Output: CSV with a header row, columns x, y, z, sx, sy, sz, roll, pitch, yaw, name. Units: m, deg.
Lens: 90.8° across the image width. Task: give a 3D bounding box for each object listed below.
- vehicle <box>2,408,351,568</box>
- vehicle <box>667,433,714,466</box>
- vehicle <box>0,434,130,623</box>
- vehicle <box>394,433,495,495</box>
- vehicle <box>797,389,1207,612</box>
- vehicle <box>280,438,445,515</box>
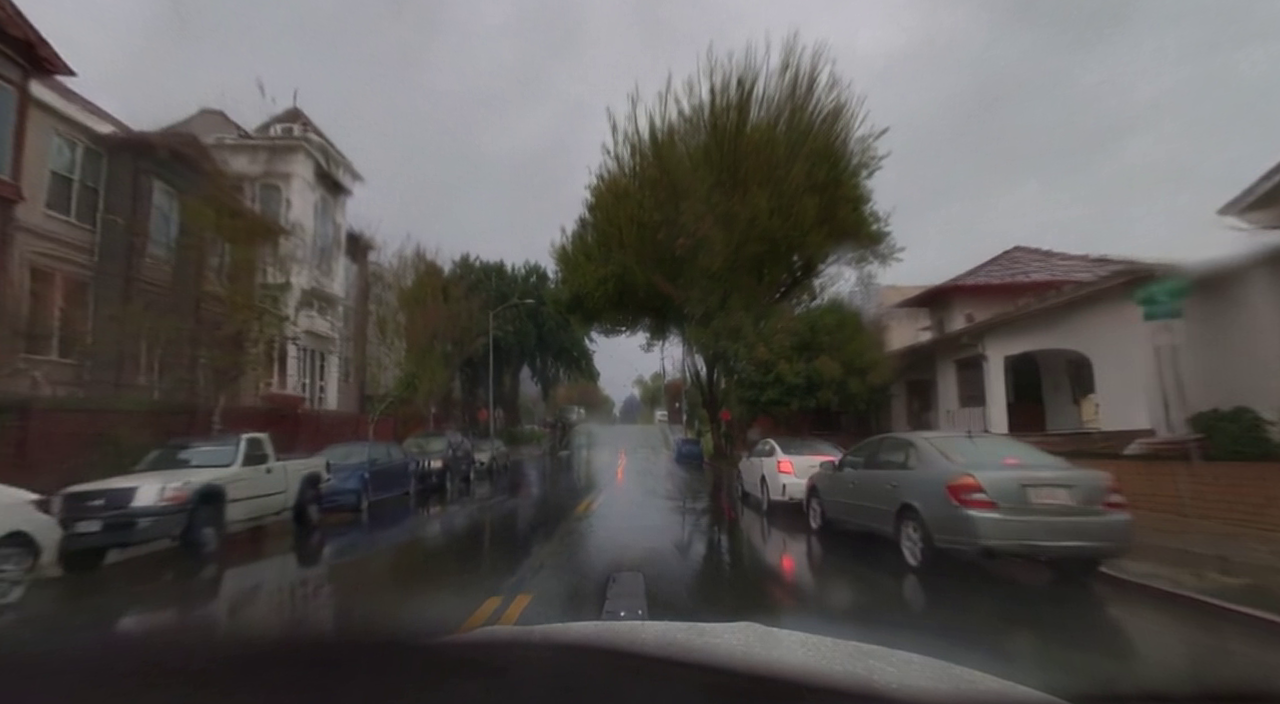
x,y,z,sx,sy,sz,roll,pitch,yaw,name
-6.208,1.872,9.356,1.830,1.750,4.502,1,-9,-2,vehicle
2.633,5.213,33.860,1.966,1.620,4.187,0,-8,-3,vehicle
-6.050,1.291,4.224,2.003,1.489,4.051,0,-8,-3,vehicle
-6.144,3.519,20.509,1.922,1.569,4.677,-1,-5,-1,vehicle
3.419,1.494,7.293,1.952,1.738,4.518,0,-8,-1,vehicle
-6.292,2.826,15.005,1.909,1.490,4.439,-1,-8,0,vehicle
